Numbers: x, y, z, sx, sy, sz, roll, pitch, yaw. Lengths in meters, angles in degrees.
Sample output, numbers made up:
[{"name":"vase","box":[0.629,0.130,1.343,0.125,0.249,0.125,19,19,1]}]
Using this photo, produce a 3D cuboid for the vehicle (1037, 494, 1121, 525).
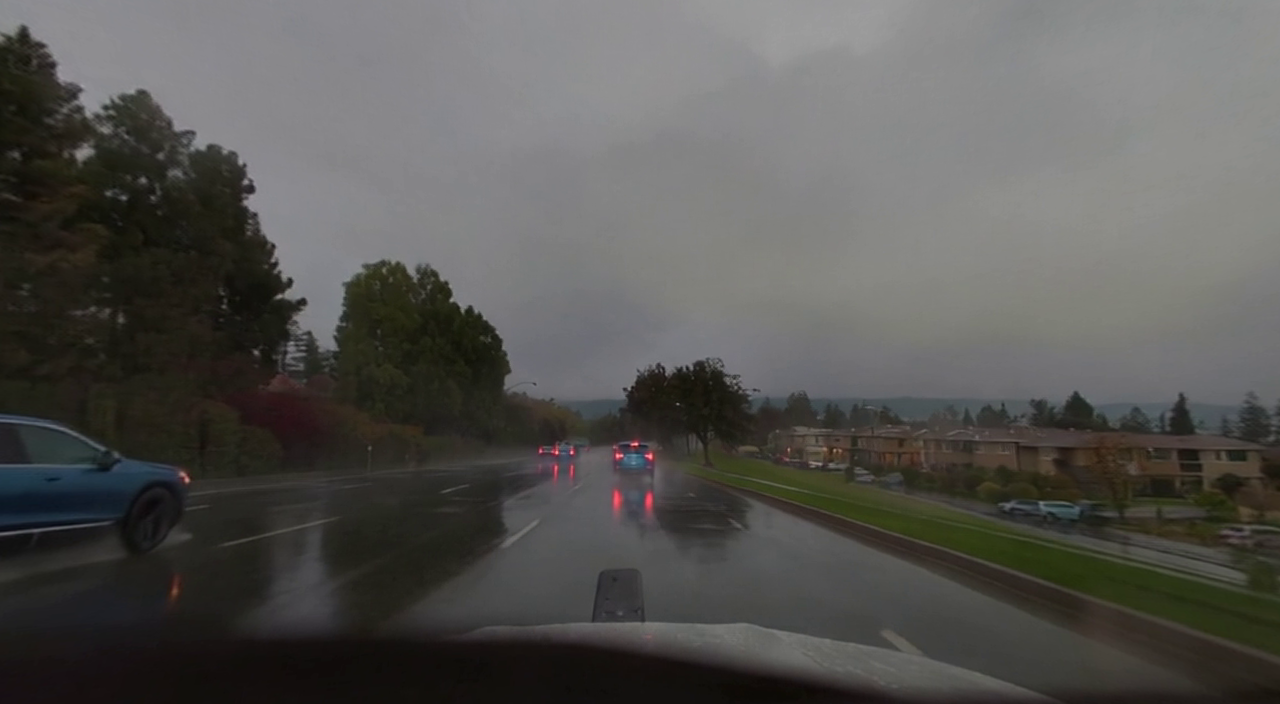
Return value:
[{"name":"vehicle","box":[27.904,10.015,40.392,1.845,1.533,4.455,1,-8,-6]}]

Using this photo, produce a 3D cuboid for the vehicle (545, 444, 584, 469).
[{"name":"vehicle","box":[-4.971,6.917,42.069,2.123,1.592,4.505,0,-8,-1]}]

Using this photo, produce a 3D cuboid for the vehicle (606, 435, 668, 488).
[{"name":"vehicle","box":[-0.112,4.115,24.107,2.125,1.830,4.370,0,-8,0]}]

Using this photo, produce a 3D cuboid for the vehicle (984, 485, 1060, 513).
[{"name":"vehicle","box":[27.211,10.460,45.213,1.874,1.577,4.877,2,-9,-8]}]

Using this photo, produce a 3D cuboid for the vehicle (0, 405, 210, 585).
[{"name":"vehicle","box":[-6.931,1.360,6.098,1.997,1.650,5.090,0,-8,0]}]
